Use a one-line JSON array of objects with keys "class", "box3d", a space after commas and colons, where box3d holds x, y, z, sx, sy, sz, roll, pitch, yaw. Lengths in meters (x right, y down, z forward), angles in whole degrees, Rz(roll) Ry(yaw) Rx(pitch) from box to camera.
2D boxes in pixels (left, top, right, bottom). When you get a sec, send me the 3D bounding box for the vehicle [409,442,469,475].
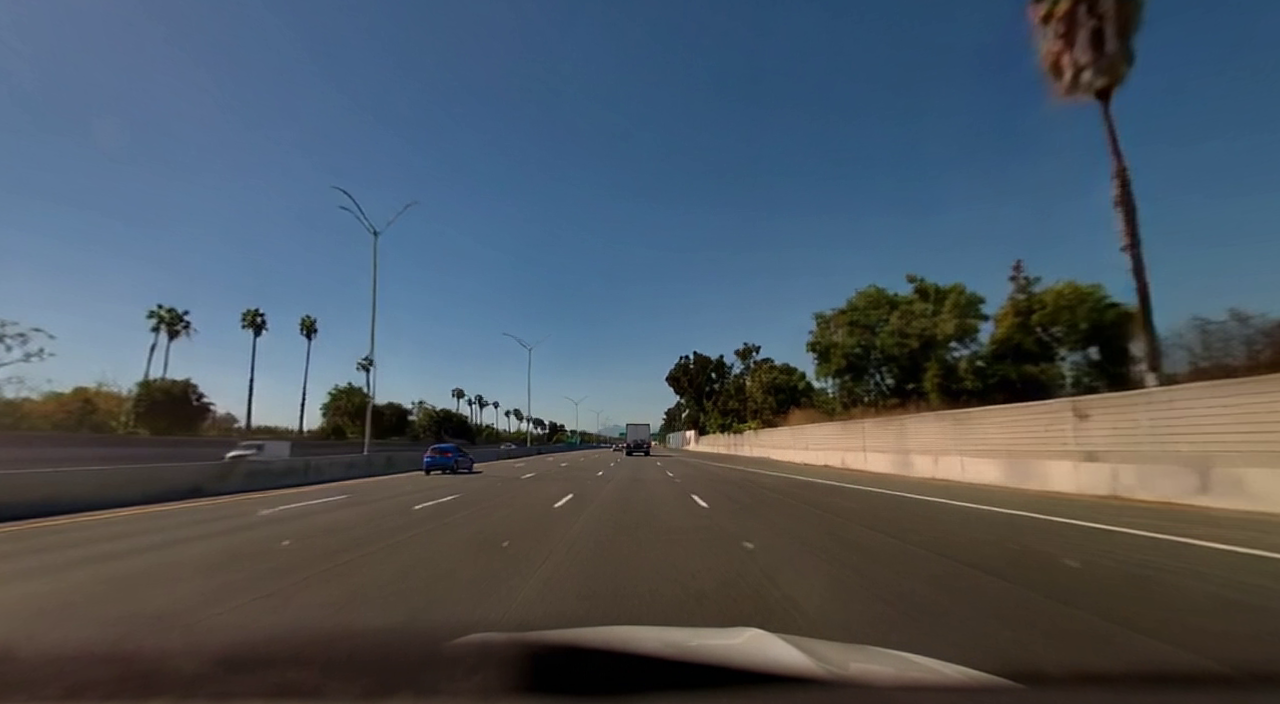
[{"class": "vehicle", "box3d": [-10.750, 5.716, 34.084, 1.897, 1.653, 4.113, 0, -9, 0]}]
